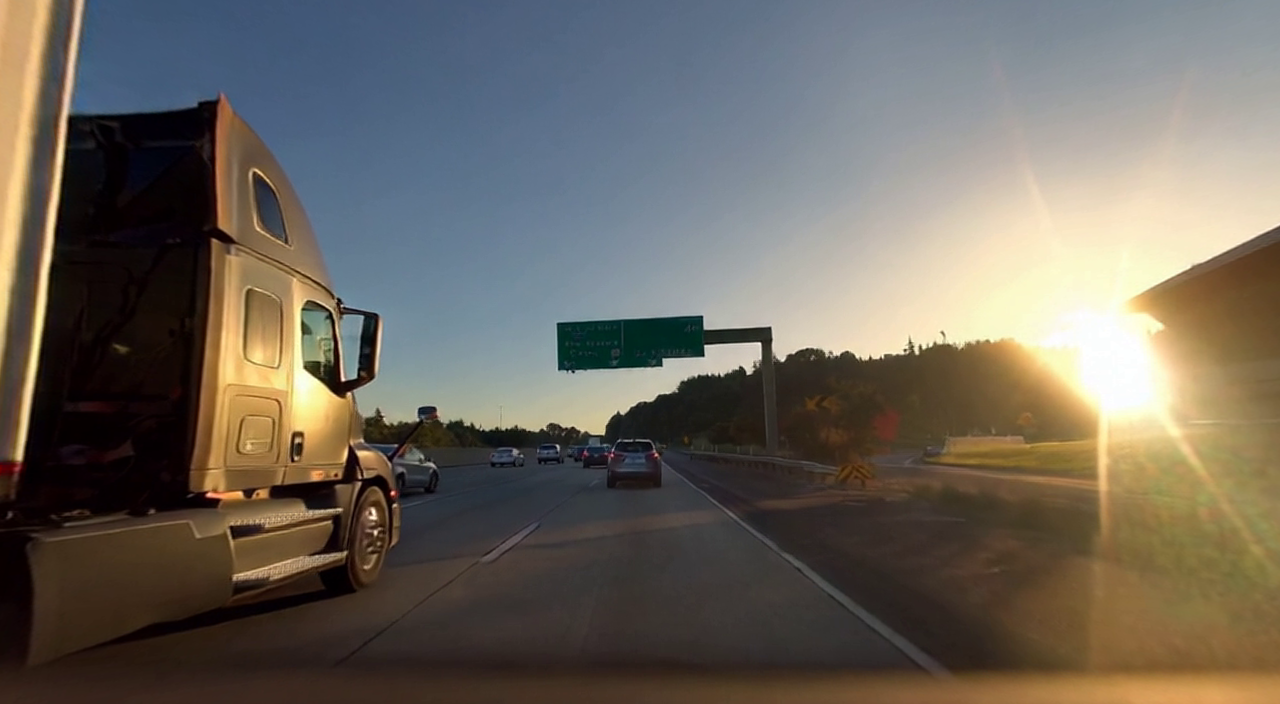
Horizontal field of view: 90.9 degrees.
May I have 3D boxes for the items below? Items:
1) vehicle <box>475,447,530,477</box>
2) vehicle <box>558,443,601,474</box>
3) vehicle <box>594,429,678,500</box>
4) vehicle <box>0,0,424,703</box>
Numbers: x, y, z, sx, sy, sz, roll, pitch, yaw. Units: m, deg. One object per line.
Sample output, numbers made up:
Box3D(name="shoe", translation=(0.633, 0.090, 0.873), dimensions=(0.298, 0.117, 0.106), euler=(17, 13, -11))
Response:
Box3D(name="vehicle", translation=(-7.131, 5.747, 33.180), dimensions=(1.869, 1.466, 4.217), euler=(0, -9, 1))
Box3D(name="vehicle", translation=(-3.440, 6.136, 36.588), dimensions=(1.952, 1.649, 4.131), euler=(0, -9, 1))
Box3D(name="vehicle", translation=(-0.071, 3.170, 18.090), dimensions=(2.152, 1.779, 3.924), euler=(0, -9, 1))
Box3D(name="vehicle", translation=(-3.869, -0.460, 2.024), dimensions=(2.990, 3.885, 8.540), euler=(0, -9, 2))
